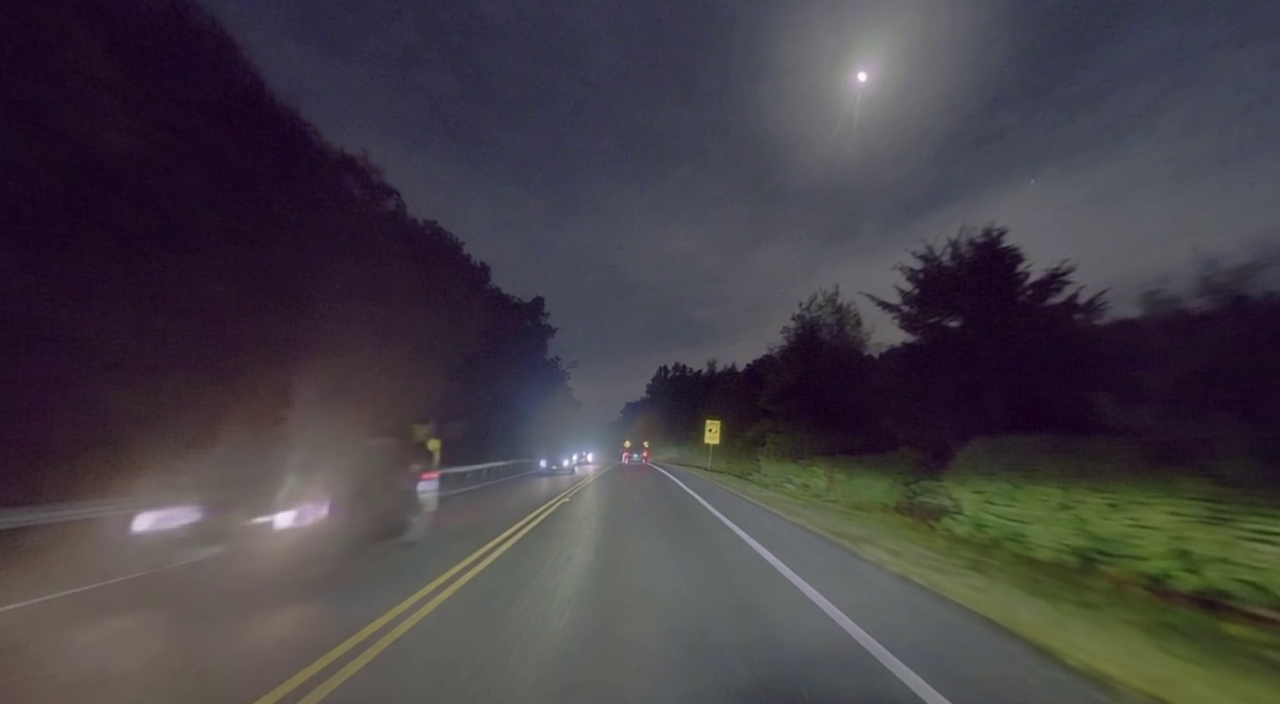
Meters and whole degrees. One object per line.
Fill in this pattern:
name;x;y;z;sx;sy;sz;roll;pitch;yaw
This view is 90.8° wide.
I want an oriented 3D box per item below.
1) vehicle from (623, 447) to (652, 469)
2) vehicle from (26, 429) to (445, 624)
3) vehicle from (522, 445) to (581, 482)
vehicle;-0.196;7.674;46.116;2.067;1.486;3.861;0;-8;-1
vehicle;-3.913;1.715;7.243;1.987;1.526;4.205;-1;-8;0
vehicle;-3.870;4.947;28.383;1.981;1.486;4.348;-1;-8;0
